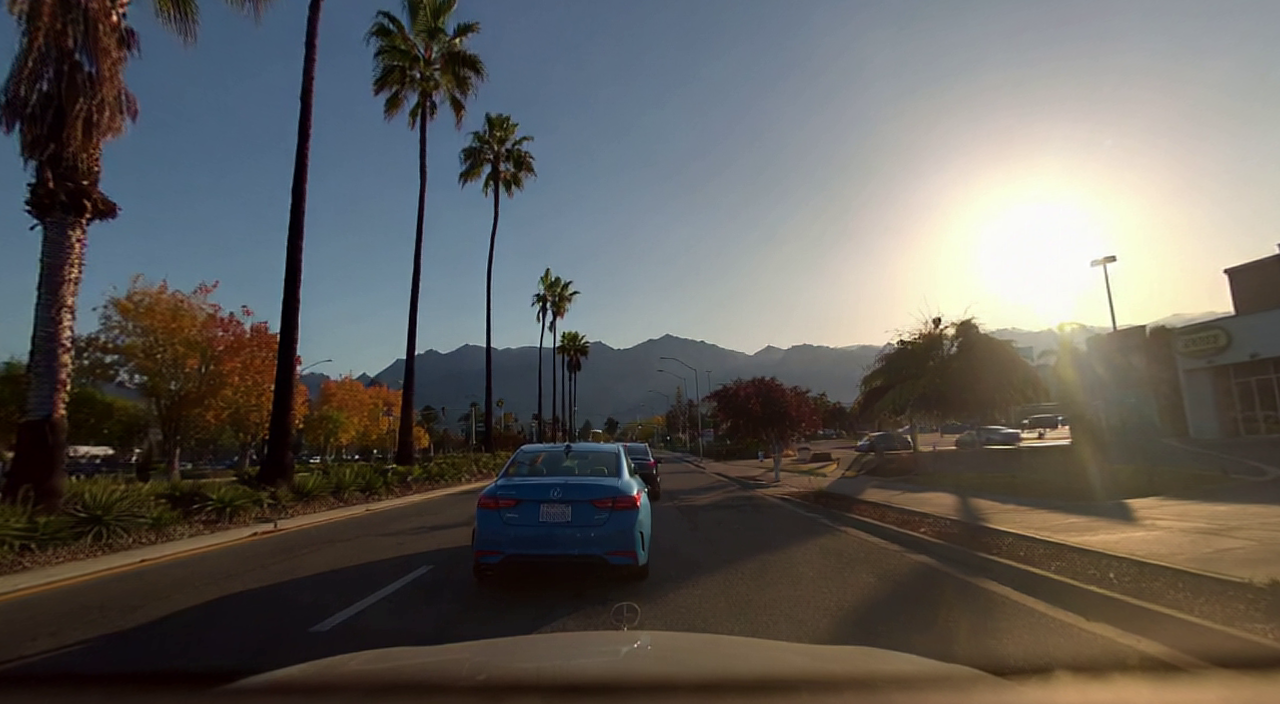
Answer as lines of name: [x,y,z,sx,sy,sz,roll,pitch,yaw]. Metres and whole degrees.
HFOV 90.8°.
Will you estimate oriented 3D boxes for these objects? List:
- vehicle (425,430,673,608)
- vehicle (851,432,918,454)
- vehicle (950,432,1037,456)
vehicle: [-0.829,1.686,7.307,2.067,1.459,3.886,0,-8,-2]
vehicle: [19.208,7.198,49.801,1.925,1.652,4.490,6,-10,-34]
vehicle: [23.677,6.187,42.389,4.640,1.526,1.961,0,-8,-4]
